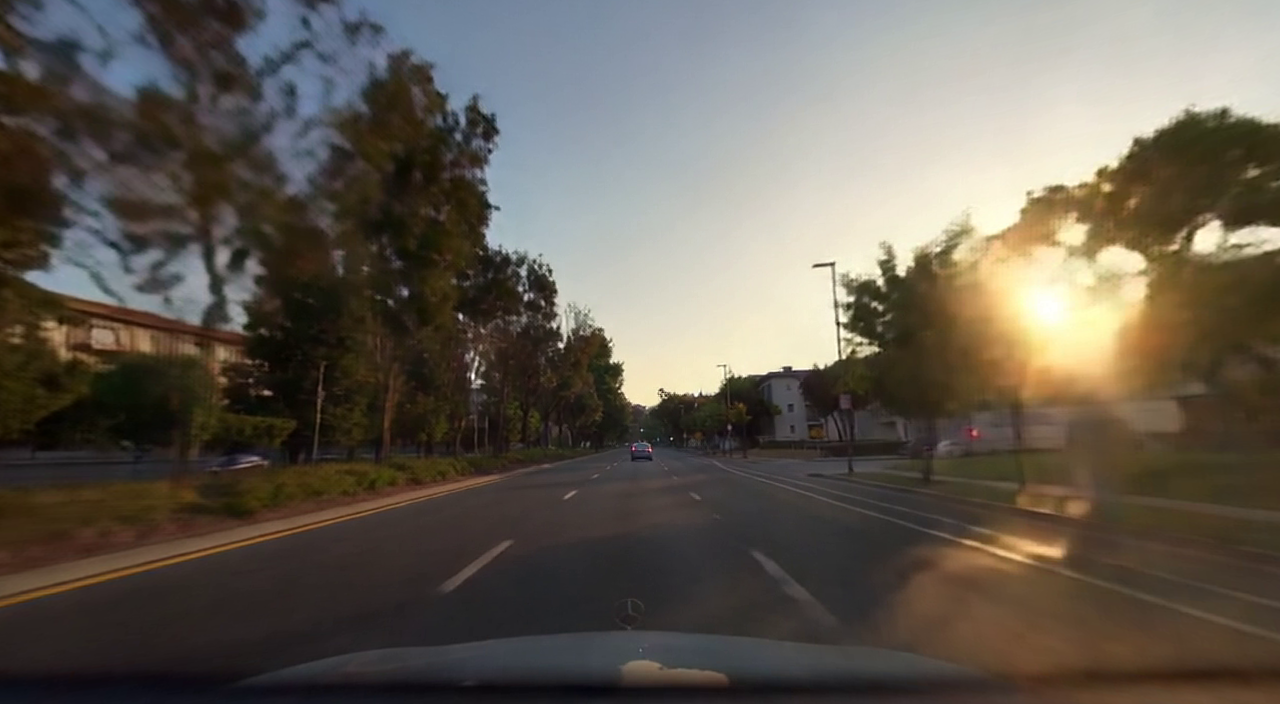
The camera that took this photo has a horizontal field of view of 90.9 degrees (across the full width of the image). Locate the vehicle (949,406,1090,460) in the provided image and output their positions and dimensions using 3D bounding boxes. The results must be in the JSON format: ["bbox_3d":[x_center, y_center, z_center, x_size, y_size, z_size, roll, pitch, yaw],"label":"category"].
[{"bbox_3d":[21.696,4.676,36.259,6.374,3.018,2.476,0,-8,-1],"label":"vehicle"}]

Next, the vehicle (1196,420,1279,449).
[{"bbox_3d":[35.000,4.704,35.943,4.578,1.488,1.890,-2,-9,1],"label":"vehicle"}]

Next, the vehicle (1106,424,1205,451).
[{"bbox_3d":[29.311,4.887,35.904,4.101,1.518,1.749,0,-8,-1],"label":"vehicle"}]

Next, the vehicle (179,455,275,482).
[{"bbox_3d":[-25.586,7.189,39.182,2.004,1.450,4.543,-8,-11,42],"label":"vehicle"}]

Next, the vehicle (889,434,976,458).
[{"bbox_3d":[20.302,6.550,43.869,4.900,1.530,2.211,0,-11,1],"label":"vehicle"}]
